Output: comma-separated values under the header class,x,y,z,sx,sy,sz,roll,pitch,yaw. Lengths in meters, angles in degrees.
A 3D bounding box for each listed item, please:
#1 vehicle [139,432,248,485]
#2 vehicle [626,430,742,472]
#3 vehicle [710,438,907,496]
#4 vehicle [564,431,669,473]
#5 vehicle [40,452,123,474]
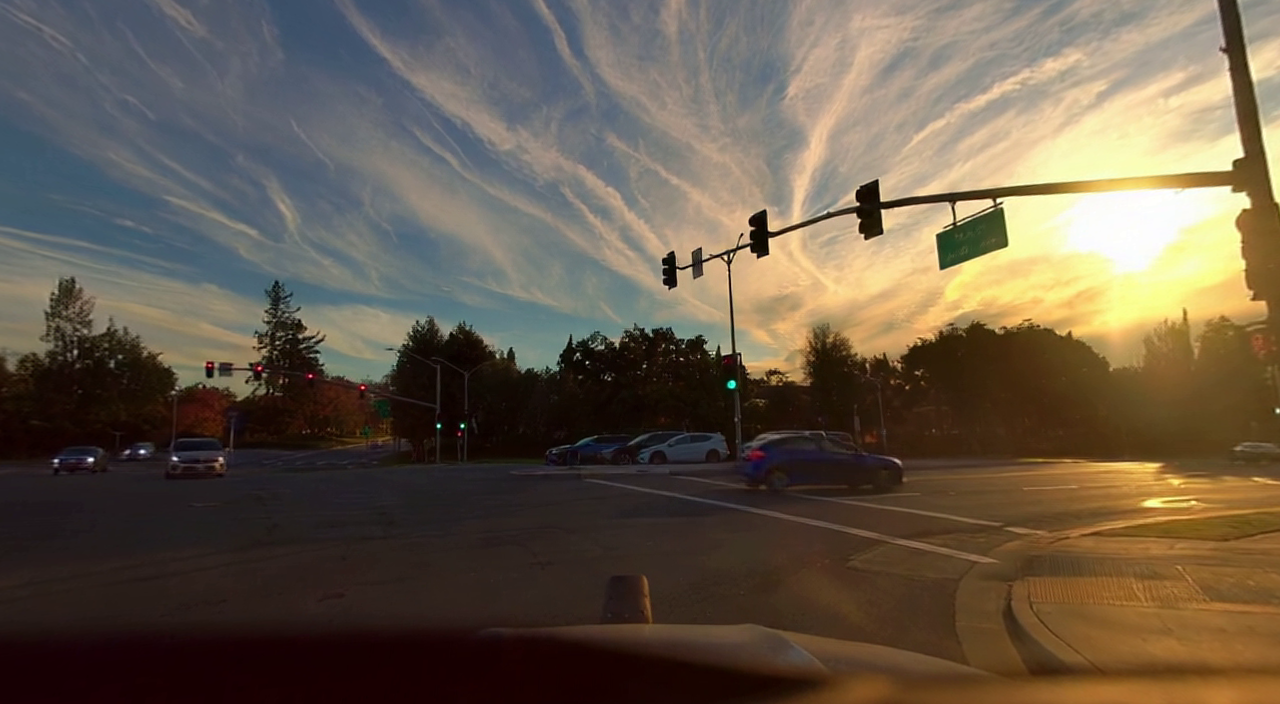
class,x,y,z,sx,sy,sz,roll,pitch,yaw
vehicle,-17.670,4.130,24.809,5.332,1.807,2.450,-8,-12,44
vehicle,1.842,4.092,26.192,4.483,1.589,1.852,4,-9,-26
vehicle,4.443,3.061,17.058,4.686,1.425,2.018,1,-8,-6
vehicle,-1.050,4.506,28.528,4.360,1.749,1.895,4,-9,-28
vehicle,-39.715,7.879,44.843,4.589,1.462,1.953,-2,-9,13
